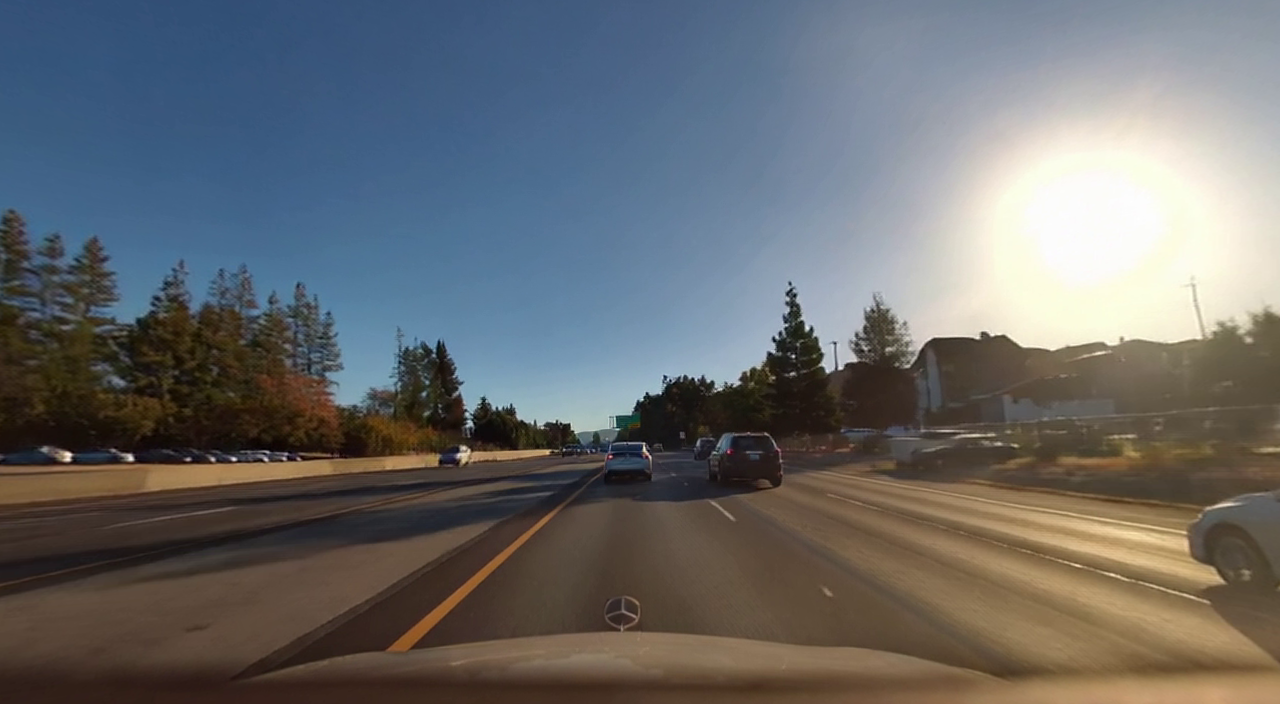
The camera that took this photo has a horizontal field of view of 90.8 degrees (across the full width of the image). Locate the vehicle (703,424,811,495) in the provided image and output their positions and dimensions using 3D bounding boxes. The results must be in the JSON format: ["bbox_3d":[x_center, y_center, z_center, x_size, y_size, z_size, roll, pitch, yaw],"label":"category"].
[{"bbox_3d":[3.294,3.152,18.887,2.186,1.842,4.553,0,-8,-2],"label":"vehicle"}]

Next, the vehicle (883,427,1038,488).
[{"bbox_3d":[11.285,3.784,23.011,2.533,1.900,6.143,0,-8,1],"label":"vehicle"}]

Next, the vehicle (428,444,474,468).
[{"bbox_3d":[-14.227,7.805,47.788,1.971,1.718,4.408,0,-8,1],"label":"vehicle"}]

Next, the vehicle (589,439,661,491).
[{"bbox_3d":[-0.434,3.511,19.923,2.040,1.451,3.736,0,-8,0],"label":"vehicle"}]
